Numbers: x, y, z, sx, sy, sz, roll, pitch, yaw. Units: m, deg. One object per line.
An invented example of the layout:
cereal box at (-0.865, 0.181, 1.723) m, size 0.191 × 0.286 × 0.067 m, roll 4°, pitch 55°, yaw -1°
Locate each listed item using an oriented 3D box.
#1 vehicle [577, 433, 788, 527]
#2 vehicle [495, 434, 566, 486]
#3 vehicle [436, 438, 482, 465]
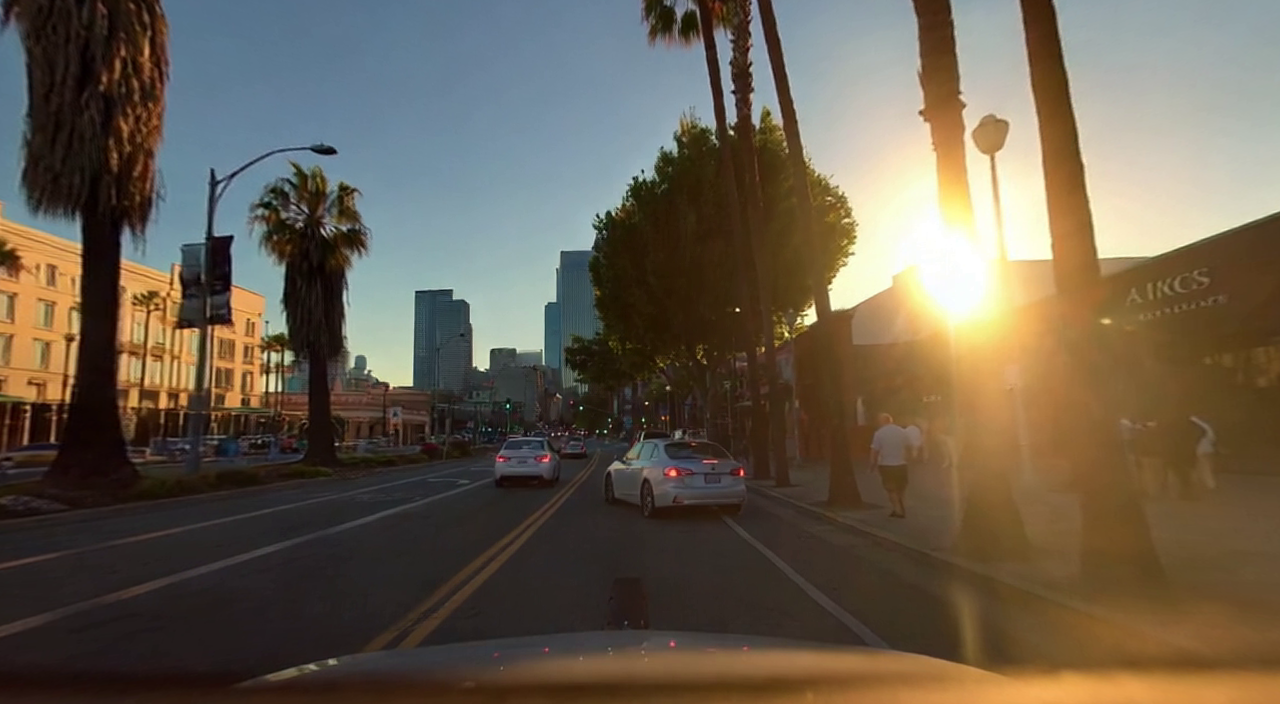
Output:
vehicle at (0.570, 2.412, 12.532) m, size 1.930 × 1.477 × 4.657 m, roll 4°, pitch -10°, yaw -29°
vehicle at (-3.807, 3.827, 22.615) m, size 2.039 × 1.628 × 4.331 m, roll 0°, pitch -9°, yaw -4°
vehicle at (-11.305, 6.228, 39.549) m, size 1.930 × 1.583 × 4.423 m, roll 0°, pitch -9°, yaw -5°
